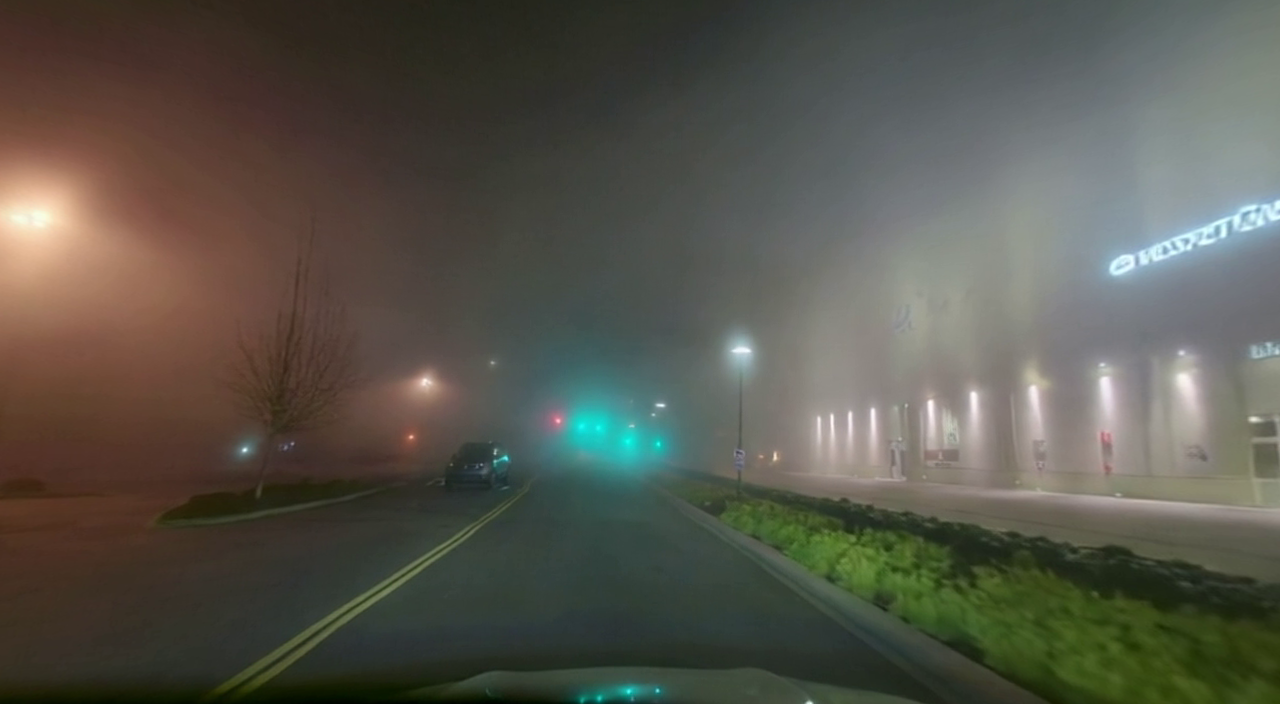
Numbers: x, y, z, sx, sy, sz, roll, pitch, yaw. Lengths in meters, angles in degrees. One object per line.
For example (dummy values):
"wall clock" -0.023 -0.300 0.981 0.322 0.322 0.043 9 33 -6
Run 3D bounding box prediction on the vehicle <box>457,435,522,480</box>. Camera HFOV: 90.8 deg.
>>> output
"vehicle" -6.598 4.663 28.239 2.180 1.806 4.541 1 -8 -5
